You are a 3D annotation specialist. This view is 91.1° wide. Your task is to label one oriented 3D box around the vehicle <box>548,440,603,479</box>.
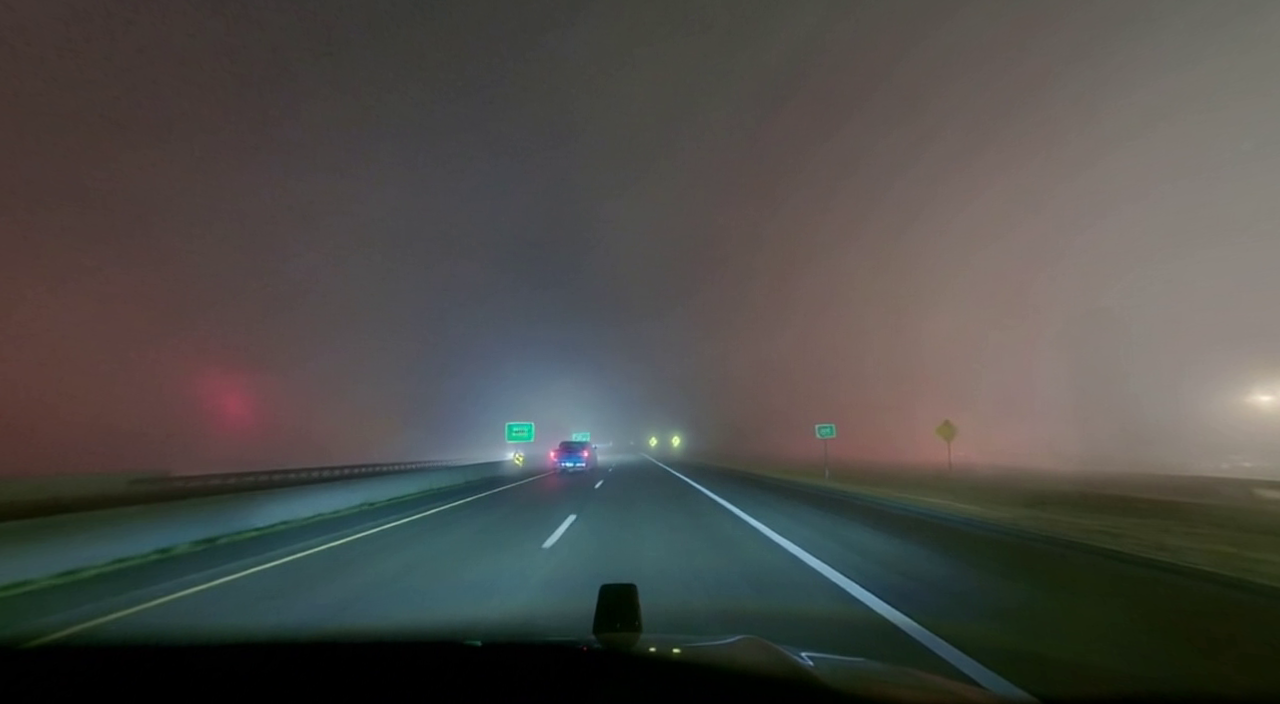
[{"bbox_3d":[-3.030,5.190,30.574,2.152,1.717,4.423,0,-9,1],"label":"vehicle"}]
